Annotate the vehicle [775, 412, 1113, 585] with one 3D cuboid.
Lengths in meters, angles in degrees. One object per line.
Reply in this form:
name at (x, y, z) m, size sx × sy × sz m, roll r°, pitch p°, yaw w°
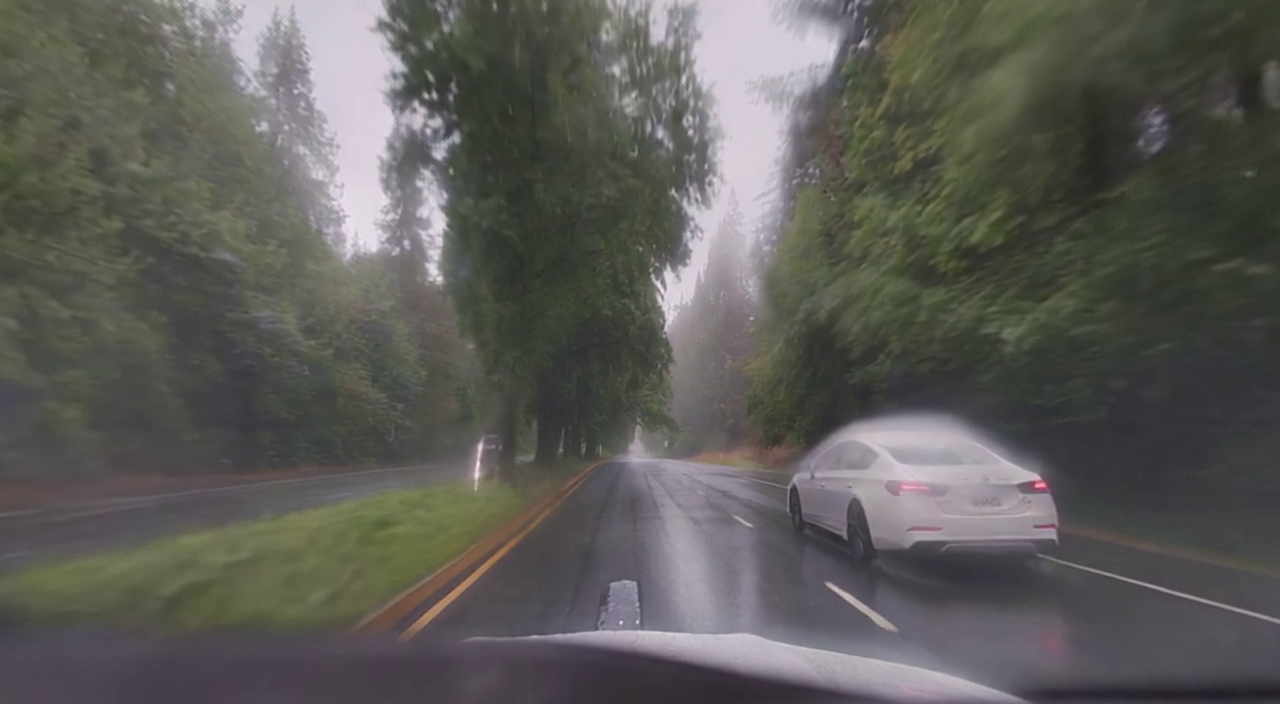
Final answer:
vehicle at (3.340, 1.710, 8.266) m, size 2.060 × 1.584 × 4.592 m, roll 0°, pitch -8°, yaw -1°
